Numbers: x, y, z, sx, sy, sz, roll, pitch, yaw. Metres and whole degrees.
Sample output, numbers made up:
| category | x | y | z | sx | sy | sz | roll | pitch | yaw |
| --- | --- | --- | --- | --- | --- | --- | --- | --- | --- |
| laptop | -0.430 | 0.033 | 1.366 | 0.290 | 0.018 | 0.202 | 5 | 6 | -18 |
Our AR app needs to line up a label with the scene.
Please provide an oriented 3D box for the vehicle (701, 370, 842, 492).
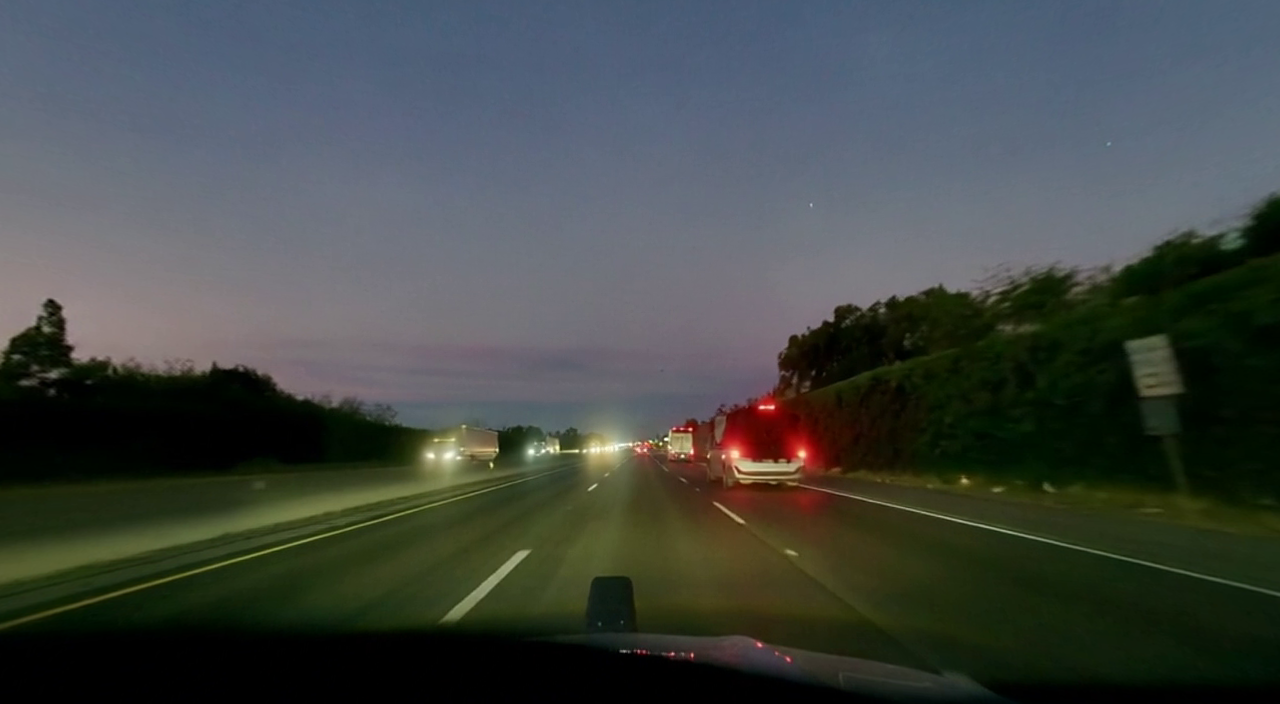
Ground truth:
| category | x | y | z | sx | sy | sz | roll | pitch | yaw |
| --- | --- | --- | --- | --- | --- | --- | --- | --- | --- |
| vehicle | 4.576 | 3.248 | 24.843 | 3.032 | 3.785 | 10.333 | 0 | -9 | -2 |
